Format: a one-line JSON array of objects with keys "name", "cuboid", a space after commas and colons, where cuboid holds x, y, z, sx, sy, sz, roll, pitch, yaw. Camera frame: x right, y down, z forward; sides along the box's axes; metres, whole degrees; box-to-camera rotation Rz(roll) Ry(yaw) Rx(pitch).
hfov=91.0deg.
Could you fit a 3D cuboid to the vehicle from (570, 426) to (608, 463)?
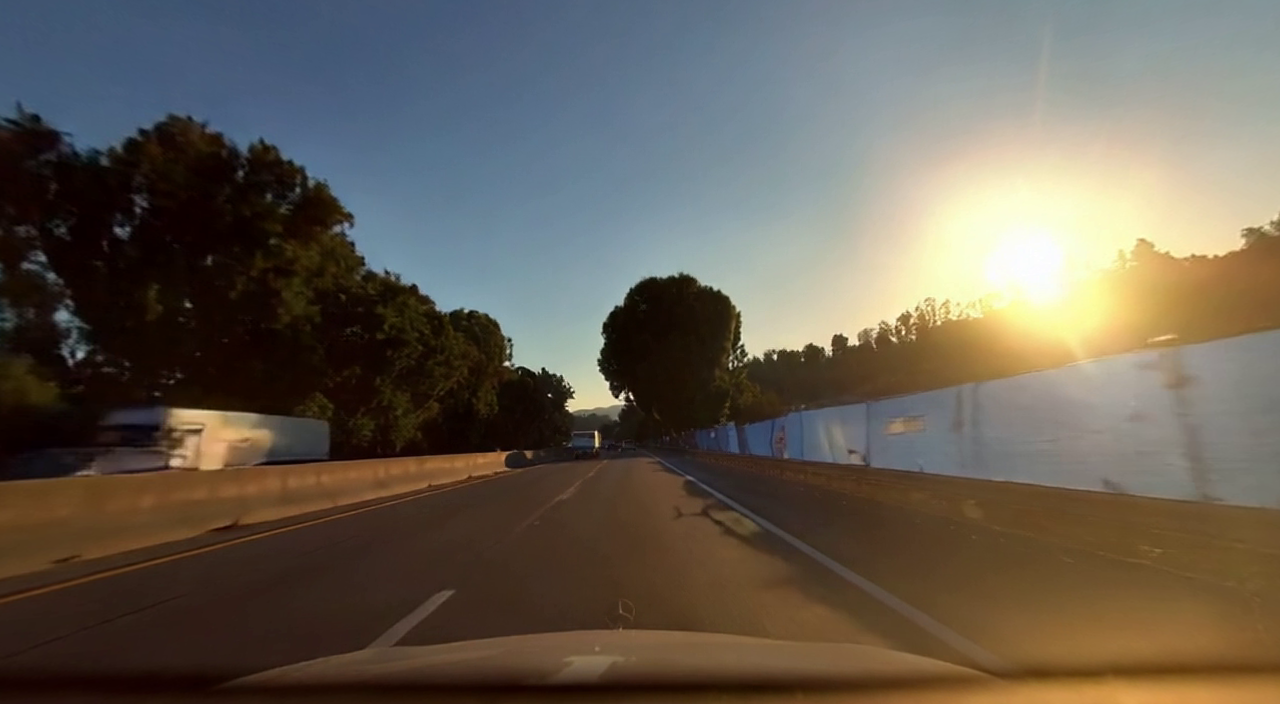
[{"name": "vehicle", "cuboid": [-3.810, 7.030, 47.860, 2.484, 2.625, 5.907, 0, -8, -1]}]
